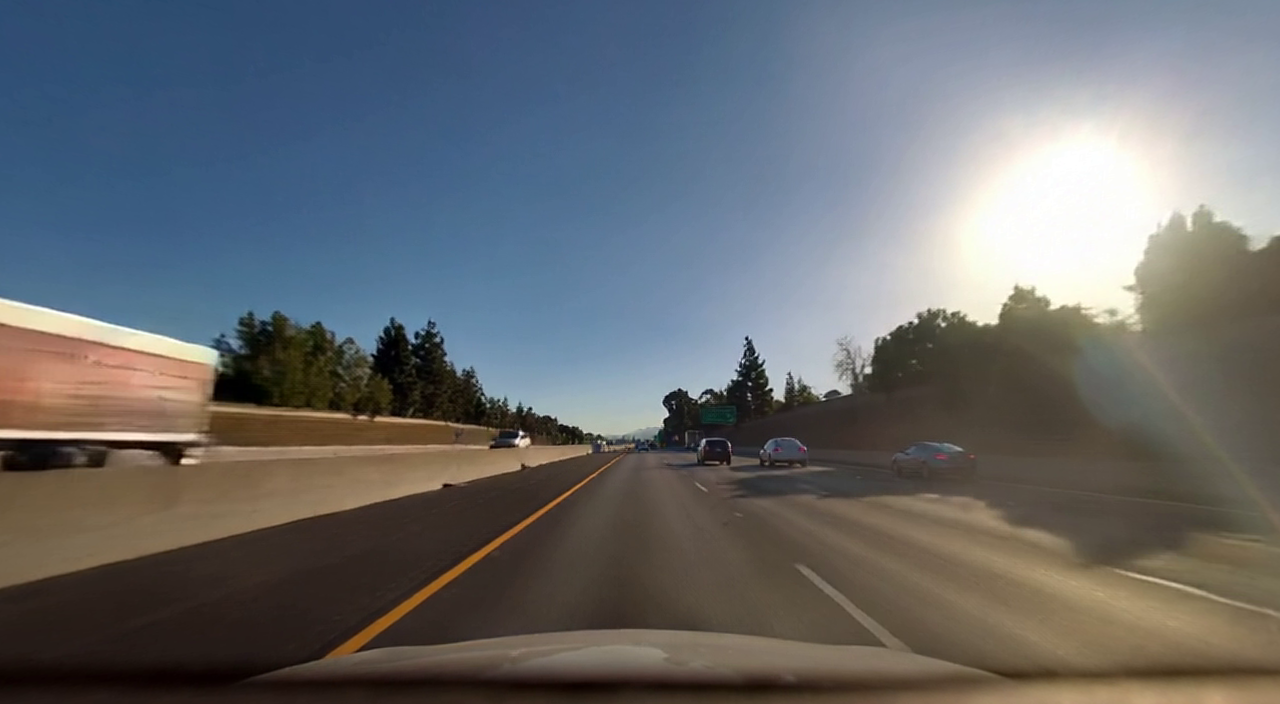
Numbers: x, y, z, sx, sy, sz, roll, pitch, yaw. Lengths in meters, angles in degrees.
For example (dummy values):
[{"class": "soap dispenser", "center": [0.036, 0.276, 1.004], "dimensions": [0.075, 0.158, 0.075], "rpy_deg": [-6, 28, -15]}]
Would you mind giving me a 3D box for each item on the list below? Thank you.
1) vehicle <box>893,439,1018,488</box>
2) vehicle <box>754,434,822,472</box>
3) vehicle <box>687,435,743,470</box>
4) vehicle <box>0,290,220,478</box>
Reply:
[{"class": "vehicle", "center": [10.684, 3.785, 21.810], "dimensions": [1.970, 1.479, 4.480], "rpy_deg": [0, -8, 0]}, {"class": "vehicle", "center": [7.248, 5.016, 31.422], "dimensions": [2.178, 1.749, 4.570], "rpy_deg": [0, -8, -1]}, {"class": "vehicle", "center": [3.800, 5.188, 32.667], "dimensions": [2.326, 1.644, 4.206], "rpy_deg": [0, -8, -1]}, {"class": "vehicle", "center": [-14.011, 0.762, 13.195], "dimensions": [3.009, 3.639, 10.635], "rpy_deg": [0, -8, 0]}]
